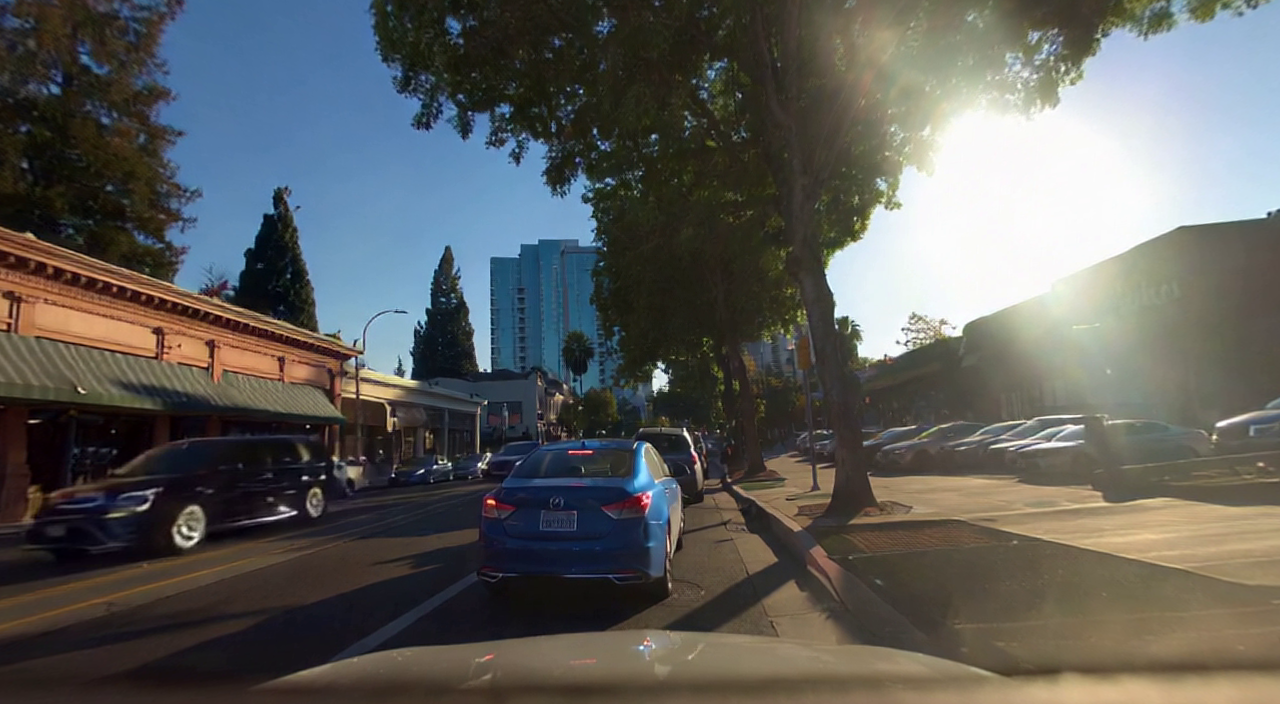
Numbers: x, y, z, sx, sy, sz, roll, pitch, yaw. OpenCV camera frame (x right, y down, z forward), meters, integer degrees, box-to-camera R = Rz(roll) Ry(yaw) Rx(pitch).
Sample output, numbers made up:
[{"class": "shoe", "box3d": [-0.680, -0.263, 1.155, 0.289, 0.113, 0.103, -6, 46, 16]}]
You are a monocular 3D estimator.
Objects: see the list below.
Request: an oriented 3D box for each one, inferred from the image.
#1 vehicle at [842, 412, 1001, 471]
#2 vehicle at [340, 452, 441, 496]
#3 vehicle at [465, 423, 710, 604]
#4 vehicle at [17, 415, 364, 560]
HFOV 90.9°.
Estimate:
[{"class": "vehicle", "box3d": [9.014, 2.832, 20.218, 4.558, 1.528, 1.915, 0, -8, -23]}, {"class": "vehicle", "box3d": [-10.260, 5.028, 26.279, 1.826, 1.432, 4.556, -7, -9, 8]}, {"class": "vehicle", "box3d": [-0.260, 1.641, 7.339, 1.939, 1.478, 3.922, -2, -8, 9]}, {"class": "vehicle", "box3d": [-7.017, 2.147, 10.728, 2.071, 1.811, 4.711, -4, -9, 7]}]
